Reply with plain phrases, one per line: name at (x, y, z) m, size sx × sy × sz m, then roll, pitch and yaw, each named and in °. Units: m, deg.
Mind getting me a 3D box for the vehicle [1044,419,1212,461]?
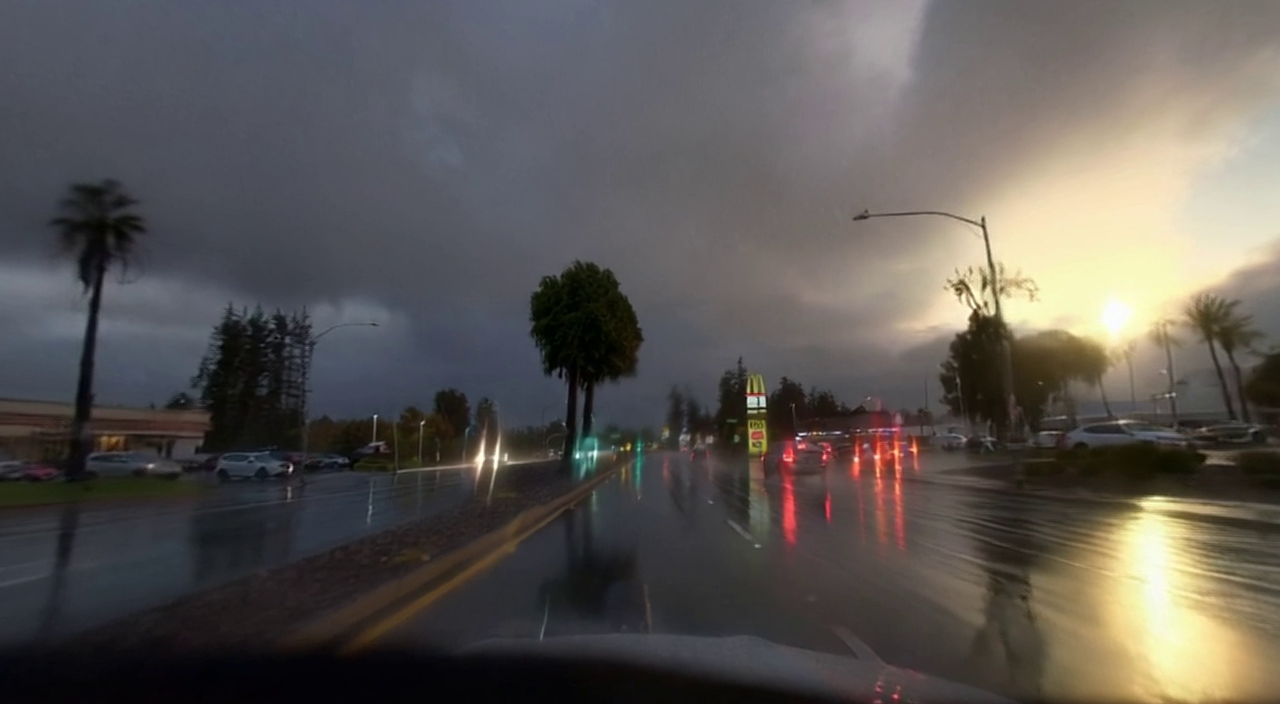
vehicle at (18.559, 3.391, 24.177) m, size 4.691 × 1.545 × 1.900 m, roll -1°, pitch -8°, yaw 4°
